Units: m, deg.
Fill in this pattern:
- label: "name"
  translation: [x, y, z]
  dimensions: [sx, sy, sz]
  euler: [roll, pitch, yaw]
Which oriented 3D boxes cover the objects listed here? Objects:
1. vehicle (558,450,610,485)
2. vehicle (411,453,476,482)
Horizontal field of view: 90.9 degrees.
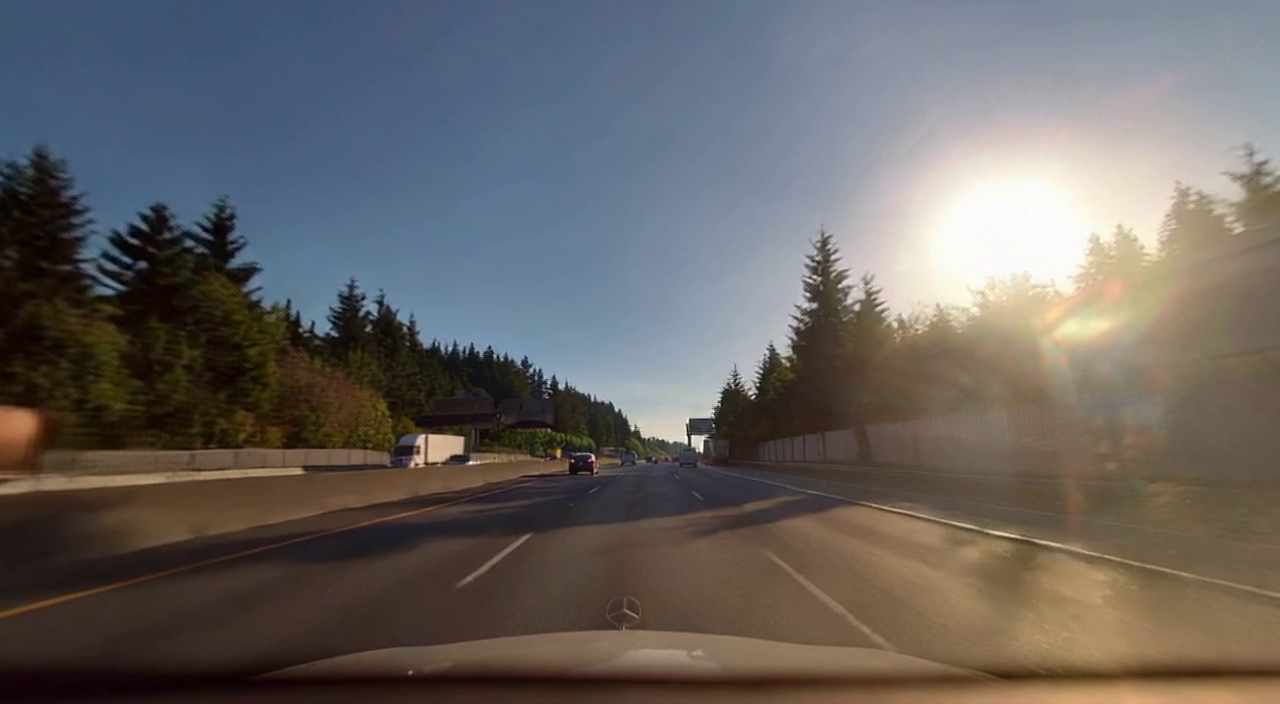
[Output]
- label: "vehicle"
  translation: [-2.595, 5.514, 30.288]
  dimensions: [2.035, 1.513, 4.272]
  euler: [0, -9, 1]
- label: "vehicle"
  translation: [-10.432, 6.152, 33.824]
  dimensions: [1.900, 1.467, 4.480]
  euler: [0, -9, 2]
